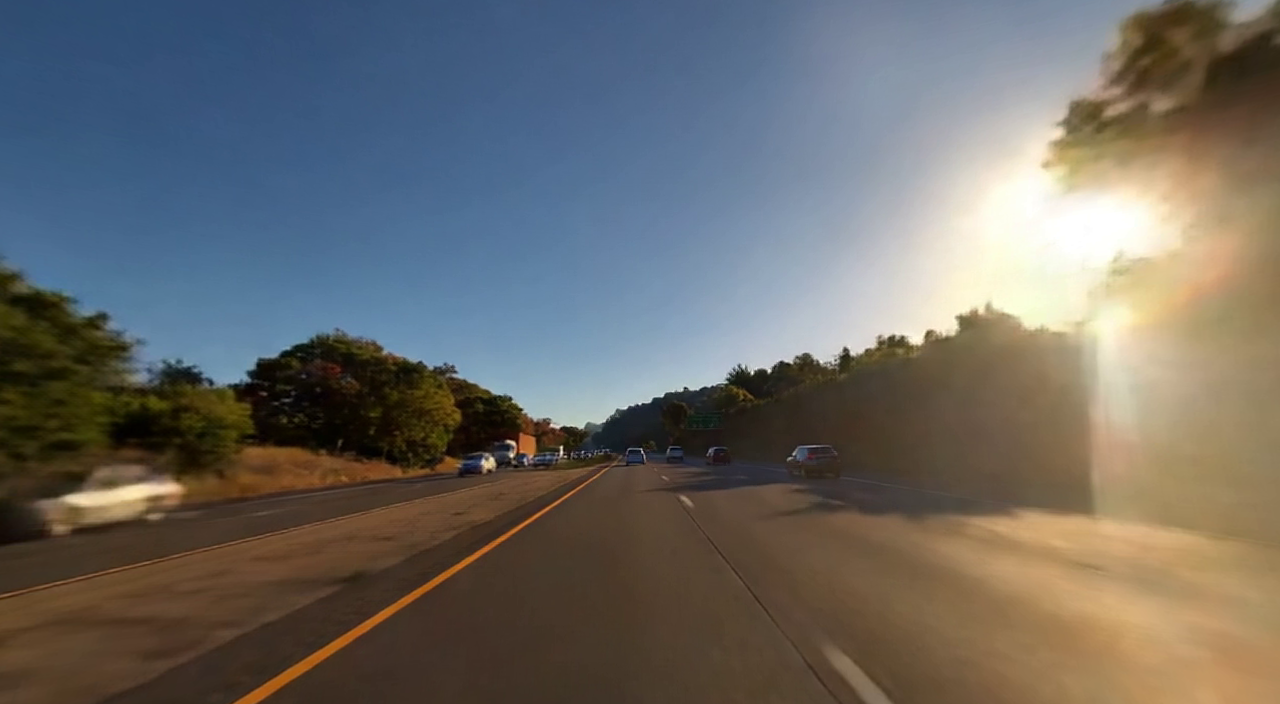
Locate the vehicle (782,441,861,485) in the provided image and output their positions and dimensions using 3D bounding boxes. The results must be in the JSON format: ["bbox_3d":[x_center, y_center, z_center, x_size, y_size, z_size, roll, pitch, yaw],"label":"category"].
[{"bbox_3d":[7.133,4.393,25.210,1.903,1.566,3.866,0,-9,-1],"label":"vehicle"}]

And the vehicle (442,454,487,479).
[{"bbox_3d":[-12.378,8.107,44.827,1.897,1.659,4.306,0,-9,0],"label":"vehicle"}]

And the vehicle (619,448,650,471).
[{"bbox_3d":[-0.370,7.318,43.135,2.021,1.507,4.272,0,-9,0],"label":"vehicle"}]

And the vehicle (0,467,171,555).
[{"bbox_3d":[-12.864,3.364,13.874,1.810,1.498,4.320,0,-9,-1],"label":"vehicle"}]
